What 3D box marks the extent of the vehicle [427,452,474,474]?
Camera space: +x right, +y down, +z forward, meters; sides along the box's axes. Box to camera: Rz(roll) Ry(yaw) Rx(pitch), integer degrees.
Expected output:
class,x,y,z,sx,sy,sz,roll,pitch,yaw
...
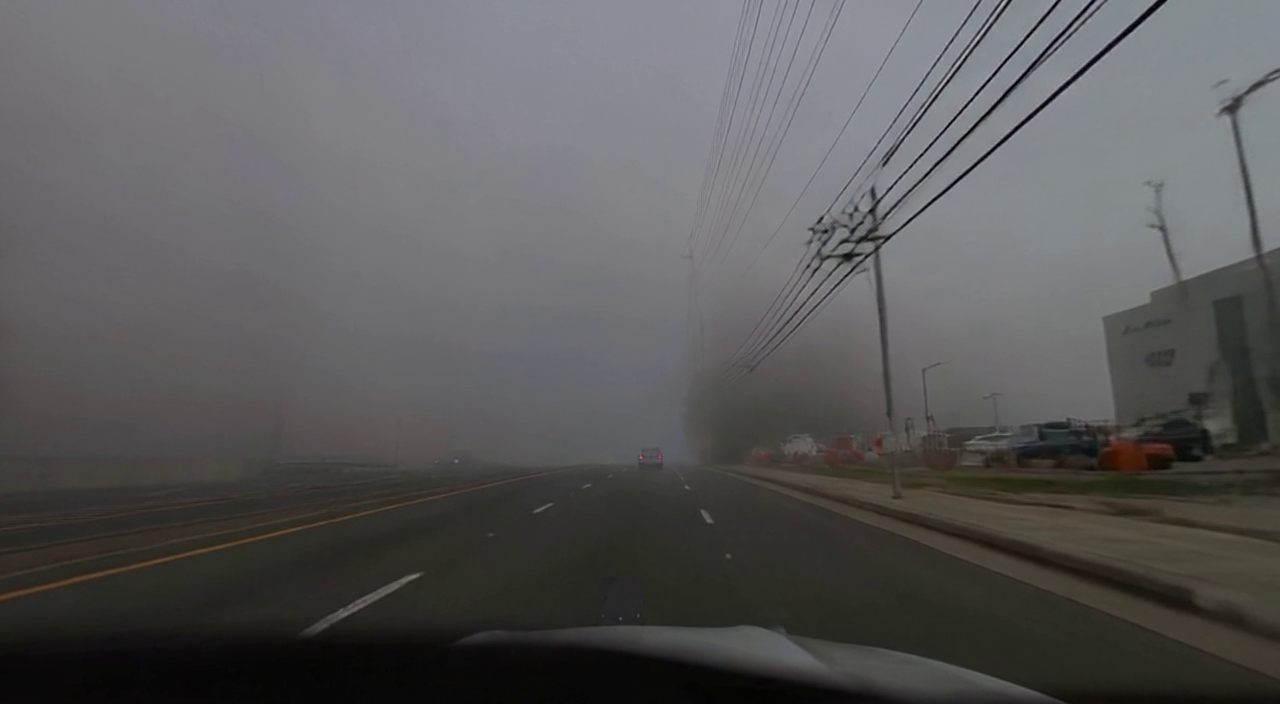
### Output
class,x,y,z,sx,sy,sz,roll,pitch,yaw
vehicle,-13.424,7.884,44.908,1.831,1.474,4.352,-1,-8,2

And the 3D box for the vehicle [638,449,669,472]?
class,x,y,z,sx,sy,sz,roll,pitch,yaw
vehicle,0.932,7.628,44.499,2.114,1.492,4.453,0,-8,1
